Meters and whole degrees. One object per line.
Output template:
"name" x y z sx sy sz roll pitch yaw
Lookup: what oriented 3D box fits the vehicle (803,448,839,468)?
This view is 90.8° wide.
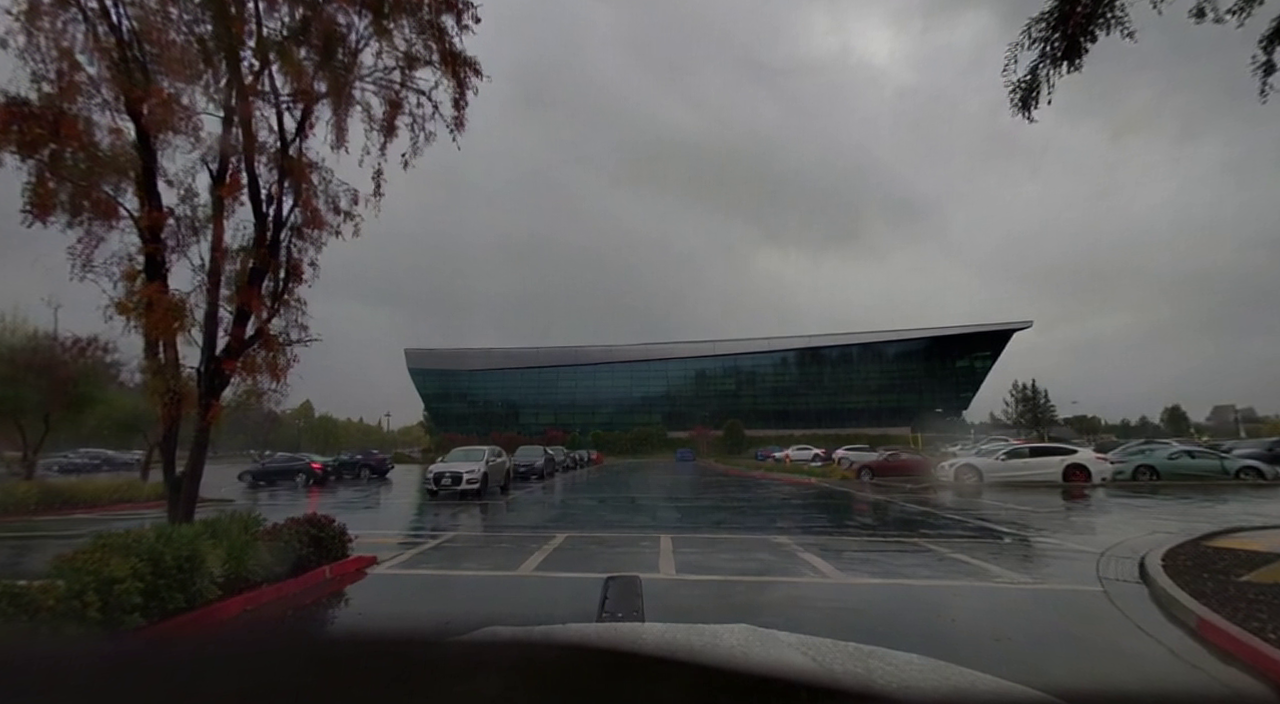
"vehicle" 14.178 8.299 49.638 1.935 1.477 3.719 0 -8 3

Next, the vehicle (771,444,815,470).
"vehicle" 10.520 7.215 43.694 1.936 1.673 4.305 0 -8 0

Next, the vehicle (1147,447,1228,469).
"vehicle" 37.004 7.140 42.843 1.678 1.423 4.191 0 -8 -1

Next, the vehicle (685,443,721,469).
"vehicle" 4.612 7.736 47.240 2.262 1.794 5.331 0 -8 1

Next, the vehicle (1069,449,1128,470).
"vehicle" 31.302 7.313 43.259 1.519 1.371 3.278 0 -8 0

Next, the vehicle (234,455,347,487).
"vehicle" -16.725 5.695 30.360 4.331 1.437 1.876 0 -8 2

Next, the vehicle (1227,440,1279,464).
"vehicle" 43.045 6.827 43.080 1.758 1.572 4.421 0 -8 1

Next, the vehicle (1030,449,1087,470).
"vehicle" 28.324 7.271 42.857 1.495 1.371 3.336 0 -9 -2

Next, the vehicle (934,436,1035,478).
"vehicle" 16.473 5.033 30.551 2.048 1.852 4.998 0 -8 0

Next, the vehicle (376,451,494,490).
"vehicle" -8.708 4.972 26.900 4.442 1.504 1.809 5 -10 -28

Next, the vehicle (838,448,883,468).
"vehicle" 17.049 8.216 49.060 1.971 1.478 4.477 0 -8 1
